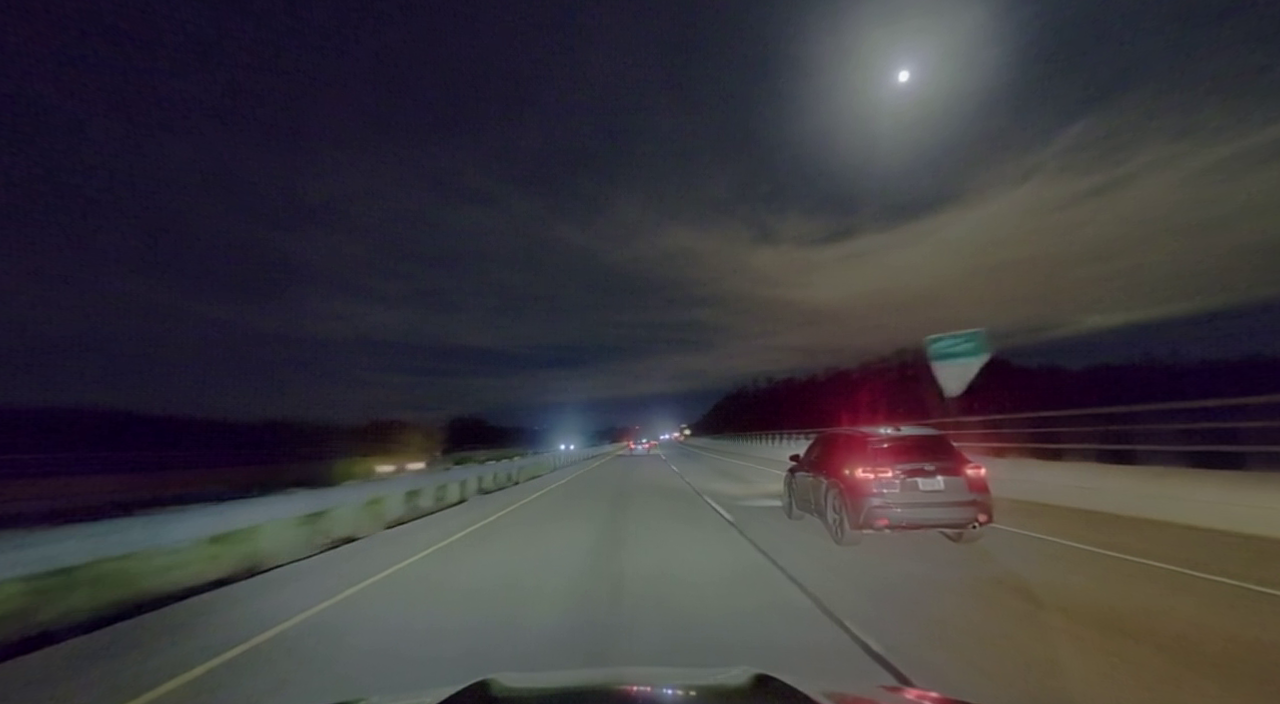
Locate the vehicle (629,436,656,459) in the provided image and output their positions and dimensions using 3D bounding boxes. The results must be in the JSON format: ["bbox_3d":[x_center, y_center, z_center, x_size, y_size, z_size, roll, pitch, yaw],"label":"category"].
[{"bbox_3d":[0.187,7.464,49.465,2.059,1.696,4.165,0,-8,0],"label":"vehicle"}]
